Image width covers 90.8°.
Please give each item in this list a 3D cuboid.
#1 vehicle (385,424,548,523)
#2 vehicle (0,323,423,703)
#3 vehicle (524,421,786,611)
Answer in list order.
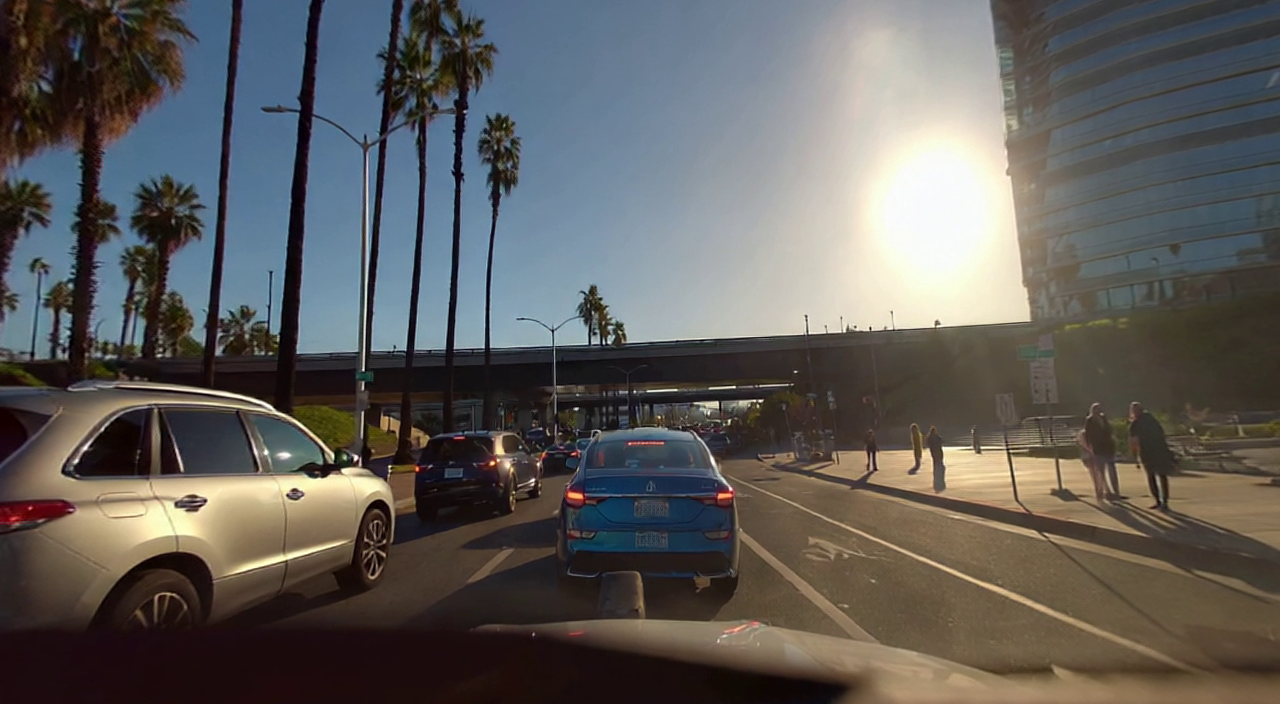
[{"bbox_3d":[-3.195,2.328,12.592,1.955,1.637,4.032,0,-8,2],"label":"vehicle"},{"bbox_3d":[-3.266,1.064,4.192,2.014,1.740,4.359,0,-8,1],"label":"vehicle"},{"bbox_3d":[0.101,1.591,7.053,2.036,1.461,4.129,0,-8,0],"label":"vehicle"}]
